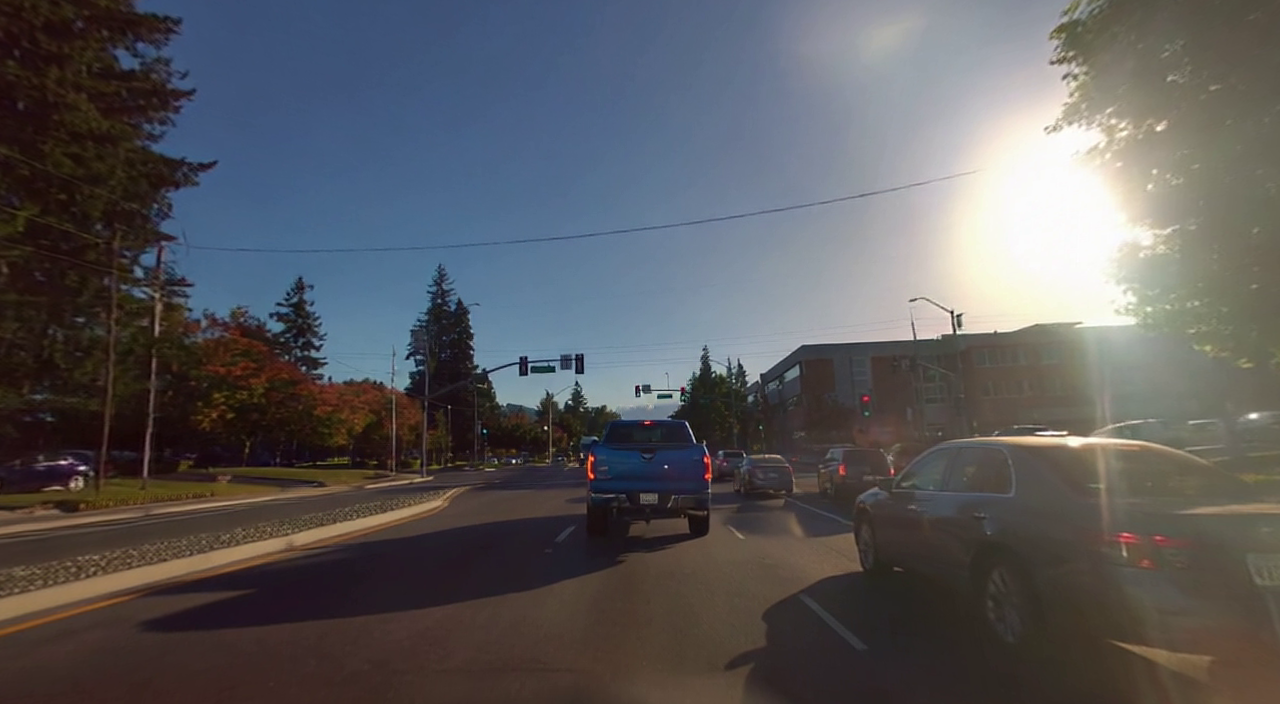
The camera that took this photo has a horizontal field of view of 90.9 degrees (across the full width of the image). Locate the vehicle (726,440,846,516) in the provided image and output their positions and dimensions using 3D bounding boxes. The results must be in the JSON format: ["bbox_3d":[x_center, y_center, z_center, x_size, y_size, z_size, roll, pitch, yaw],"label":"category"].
[{"bbox_3d":[3.474,3.070,15.932,1.957,1.646,4.355,0,-8,0],"label":"vehicle"}]

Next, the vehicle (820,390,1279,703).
[{"bbox_3d":[3.318,1.367,5.106,2.155,1.667,5.162,0,-8,0],"label":"vehicle"}]

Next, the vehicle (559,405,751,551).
[{"bbox_3d":[0.217,2.153,11.519,2.636,2.011,5.425,0,-8,0],"label":"vehicle"}]

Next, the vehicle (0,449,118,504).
[{"bbox_3d":[-21.733,4.384,22.703,2.062,1.764,4.508,0,-8,-2],"label":"vehicle"}]
